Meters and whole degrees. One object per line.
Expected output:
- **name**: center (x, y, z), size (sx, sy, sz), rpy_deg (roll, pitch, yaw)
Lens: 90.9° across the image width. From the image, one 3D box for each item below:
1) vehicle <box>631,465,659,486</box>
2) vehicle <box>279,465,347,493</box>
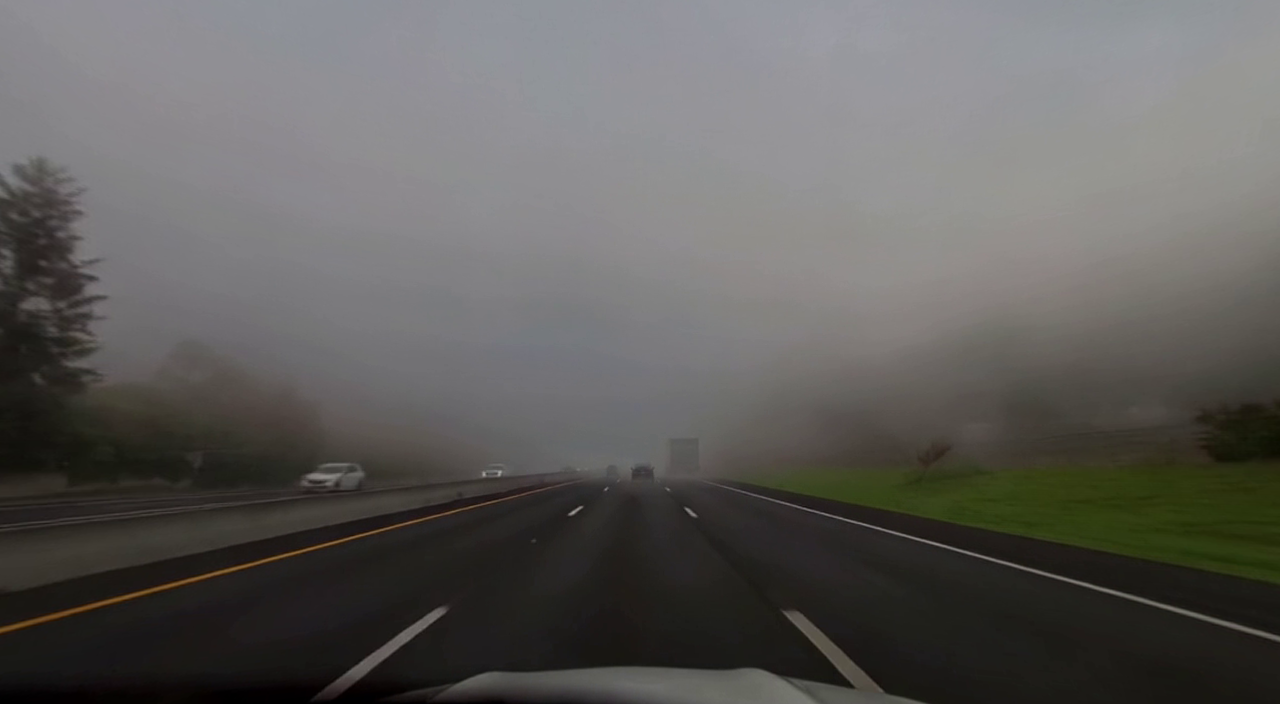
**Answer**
- **vehicle**: center (0.360, 9.238, 47.193), size (2.015, 1.478, 3.920), rpy_deg (0, -10, 0)
- **vehicle**: center (-18.825, 7.303, 36.464), size (1.851, 1.518, 3.629), rpy_deg (0, -10, 1)
